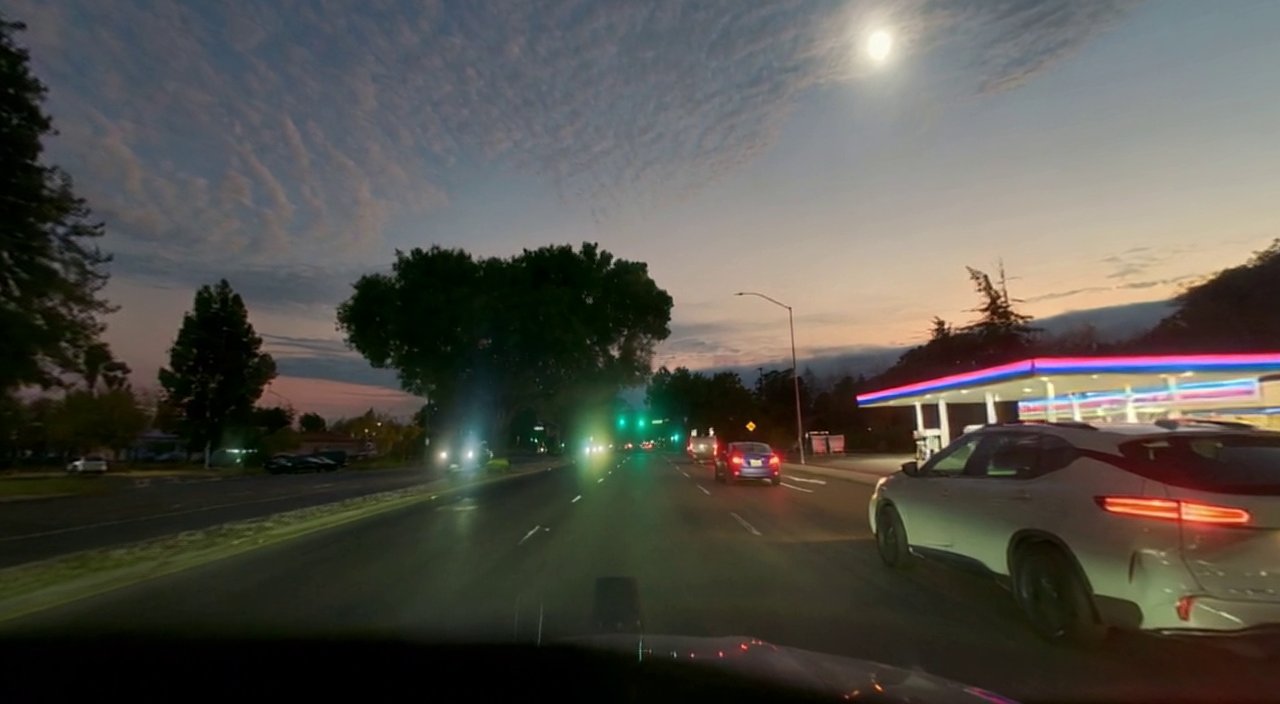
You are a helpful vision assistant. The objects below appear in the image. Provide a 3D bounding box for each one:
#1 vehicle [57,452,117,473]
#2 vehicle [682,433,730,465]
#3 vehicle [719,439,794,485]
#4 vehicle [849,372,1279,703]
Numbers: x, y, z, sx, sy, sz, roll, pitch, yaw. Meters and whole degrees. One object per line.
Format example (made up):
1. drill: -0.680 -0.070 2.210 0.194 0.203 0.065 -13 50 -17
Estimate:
1. vehicle: -41.304 8.217 47.139 1.583 1.354 4.281 1 -7 -15
2. vehicle: 4.325 6.494 42.221 2.611 1.983 5.165 0 -8 0
3. vehicle: 4.009 3.857 22.444 1.871 1.442 4.122 0 -8 0
4. vehicle: 3.631 1.286 5.570 1.875 1.665 4.931 0 -8 0
